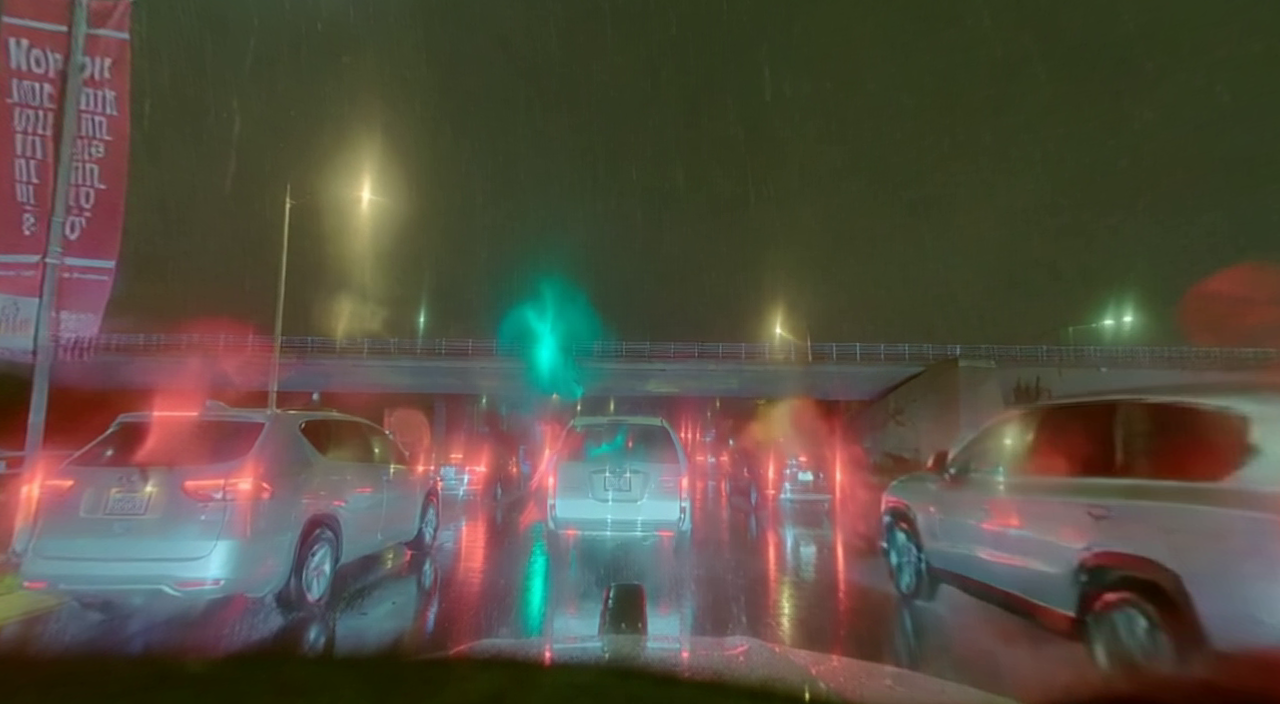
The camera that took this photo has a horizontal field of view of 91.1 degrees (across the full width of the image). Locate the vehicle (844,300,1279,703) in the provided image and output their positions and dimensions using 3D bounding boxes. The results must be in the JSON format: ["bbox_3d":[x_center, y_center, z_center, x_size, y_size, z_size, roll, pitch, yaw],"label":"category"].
[{"bbox_3d":[3.167,1.034,4.142,2.016,1.804,4.681,0,-9,-1],"label":"vehicle"}]

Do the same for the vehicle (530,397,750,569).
[{"bbox_3d":[-0.076,1.771,9.212,2.409,1.864,4.471,0,-9,-2],"label":"vehicle"}]

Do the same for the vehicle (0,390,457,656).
[{"bbox_3d":[-3.493,1.425,6.270,2.039,1.709,4.265,0,-9,0],"label":"vehicle"}]

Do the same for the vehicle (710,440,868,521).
[{"bbox_3d":[3.043,2.760,14.138,2.228,1.472,4.939,0,-9,-1],"label":"vehicle"}]

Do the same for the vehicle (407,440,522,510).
[{"bbox_3d":[-4.151,2.944,15.437,1.797,1.505,3.506,0,-9,0],"label":"vehicle"}]
